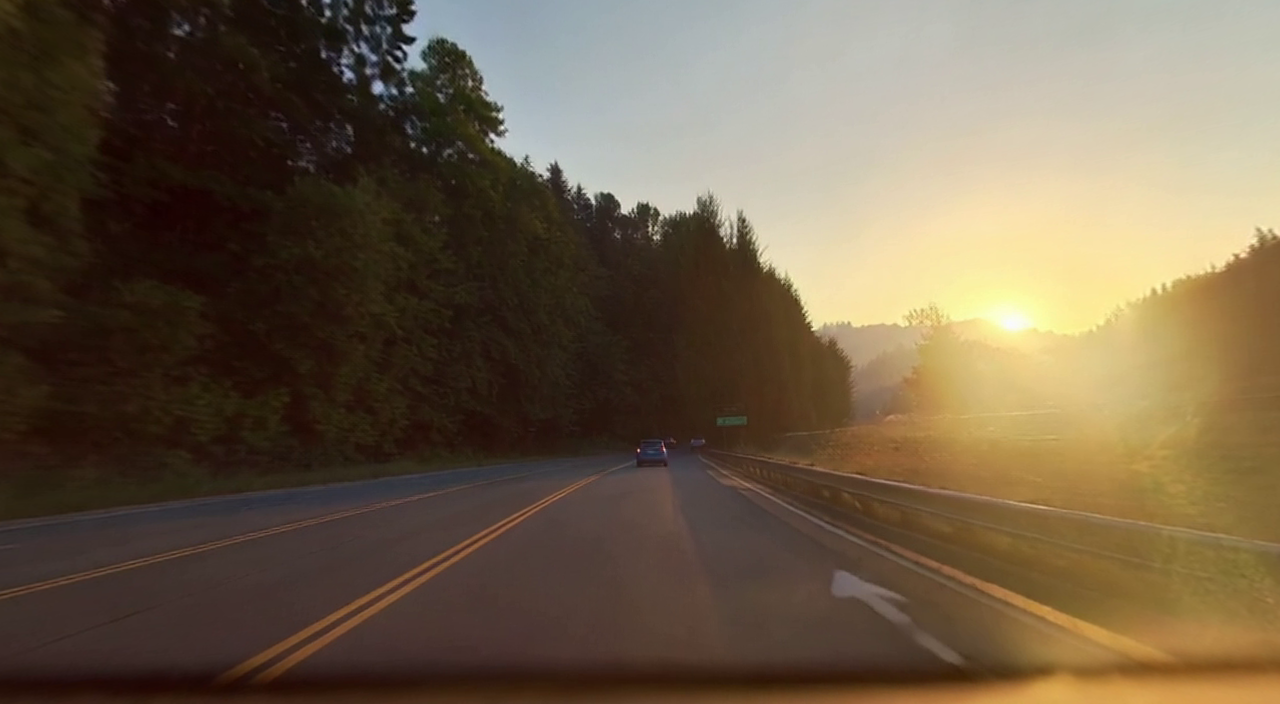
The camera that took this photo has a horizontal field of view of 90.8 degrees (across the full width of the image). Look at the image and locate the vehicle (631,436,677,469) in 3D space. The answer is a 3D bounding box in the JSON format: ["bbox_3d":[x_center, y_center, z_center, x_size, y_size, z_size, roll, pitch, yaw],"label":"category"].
[{"bbox_3d":[0.844,5.520,34.888,2.294,1.708,4.110,-1,-9,5],"label":"vehicle"}]
